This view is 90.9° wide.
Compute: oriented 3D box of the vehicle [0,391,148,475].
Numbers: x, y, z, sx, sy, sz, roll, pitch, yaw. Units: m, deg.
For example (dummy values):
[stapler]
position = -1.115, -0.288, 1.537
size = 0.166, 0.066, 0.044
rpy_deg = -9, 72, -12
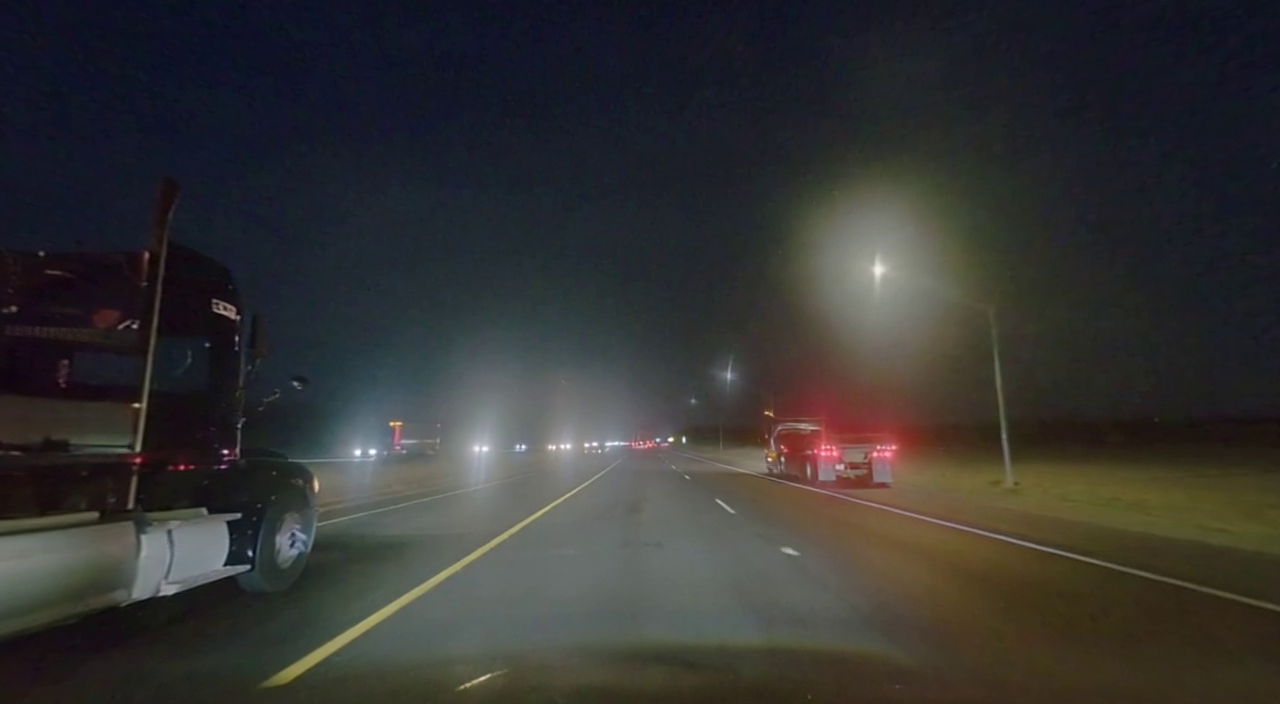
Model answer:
[vehicle]
position = -33.494, 4.307, 33.167
size = 2.899, 4.181, 15.493
rpy_deg = 0, -8, 0
